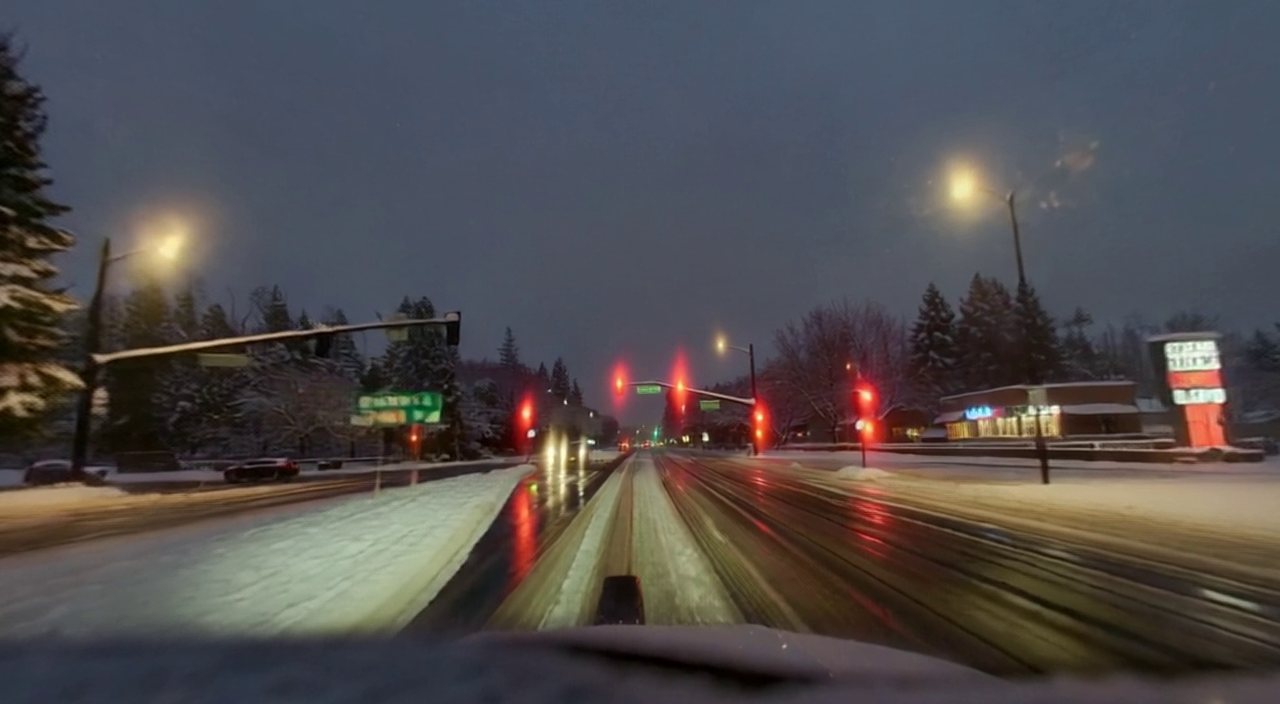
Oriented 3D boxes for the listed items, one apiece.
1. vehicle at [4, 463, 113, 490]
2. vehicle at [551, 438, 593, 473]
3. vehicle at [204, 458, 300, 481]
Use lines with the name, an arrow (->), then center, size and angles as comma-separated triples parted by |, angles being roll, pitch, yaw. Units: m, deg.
vehicle -> -34.628, 7.432, 37.685 | 4.567, 1.460, 1.917 | 0, -8, -1
vehicle -> -3.509, 5.324, 32.669 | 1.990, 1.639, 3.885 | 1, -9, -6
vehicle -> -25.102, 7.597, 40.980 | 4.854, 1.406, 2.060 | 0, -8, 1
